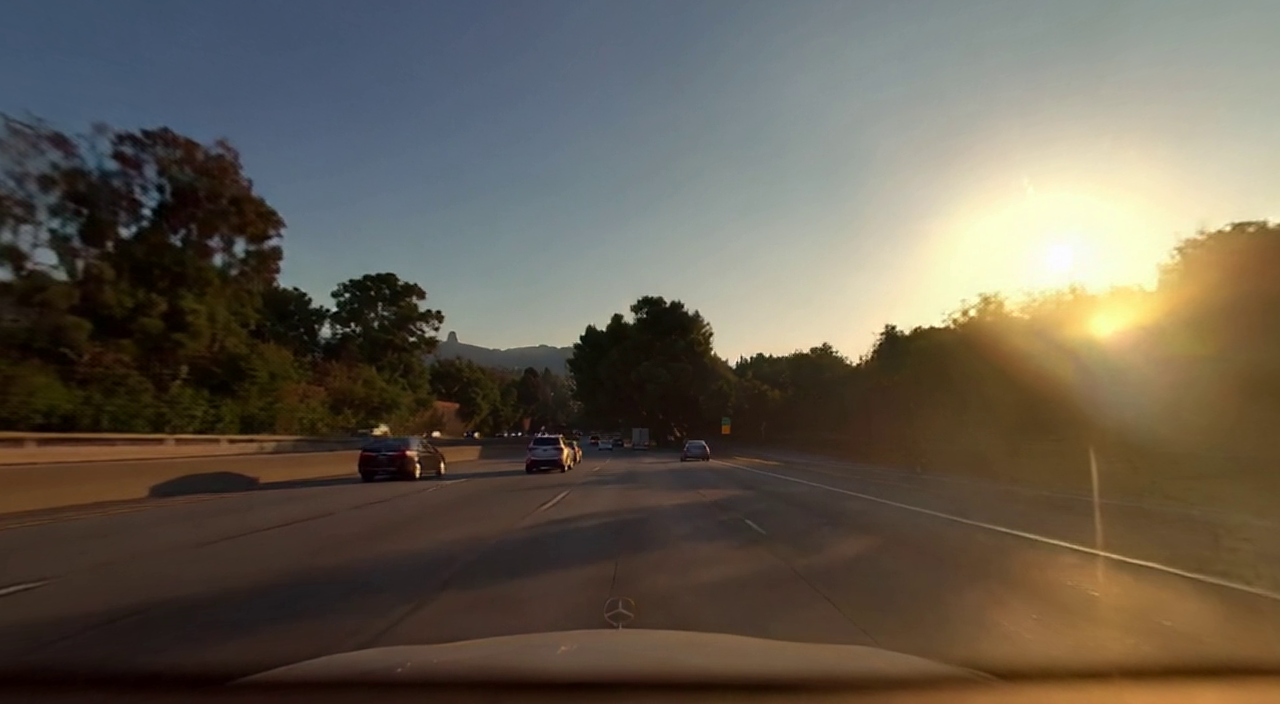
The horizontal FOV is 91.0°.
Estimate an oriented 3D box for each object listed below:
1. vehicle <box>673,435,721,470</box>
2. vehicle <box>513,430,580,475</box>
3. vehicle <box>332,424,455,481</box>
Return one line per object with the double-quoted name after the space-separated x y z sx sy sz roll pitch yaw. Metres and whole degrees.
2.949 5.334 33.516 2.053 1.698 4.097 0 -9 -1 "vehicle"
-3.678 4.070 25.607 2.002 1.680 4.301 0 -9 1 "vehicle"
-8.187 3.413 21.500 2.237 1.703 4.681 0 -9 1 "vehicle"
